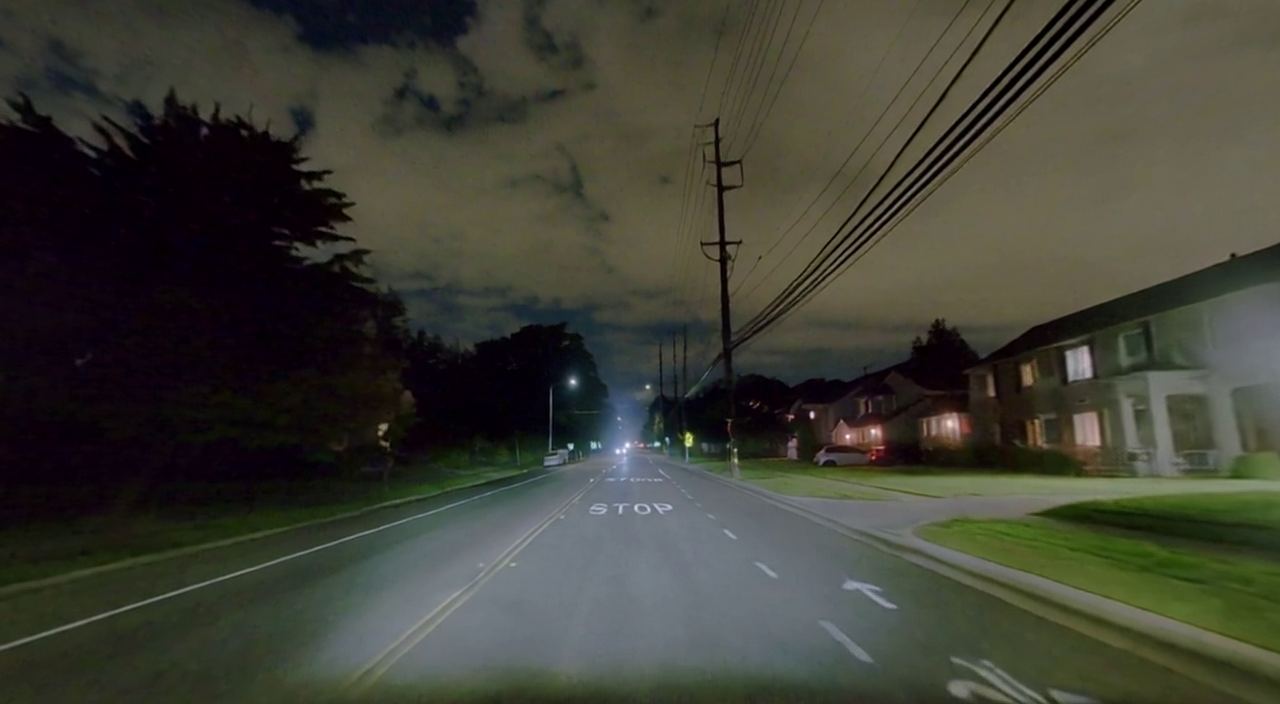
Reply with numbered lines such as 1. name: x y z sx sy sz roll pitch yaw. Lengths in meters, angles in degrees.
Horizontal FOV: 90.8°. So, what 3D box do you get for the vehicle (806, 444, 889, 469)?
1. vehicle: 13.561 6.834 41.382 4.624 1.420 2.045 -1 -9 -6
